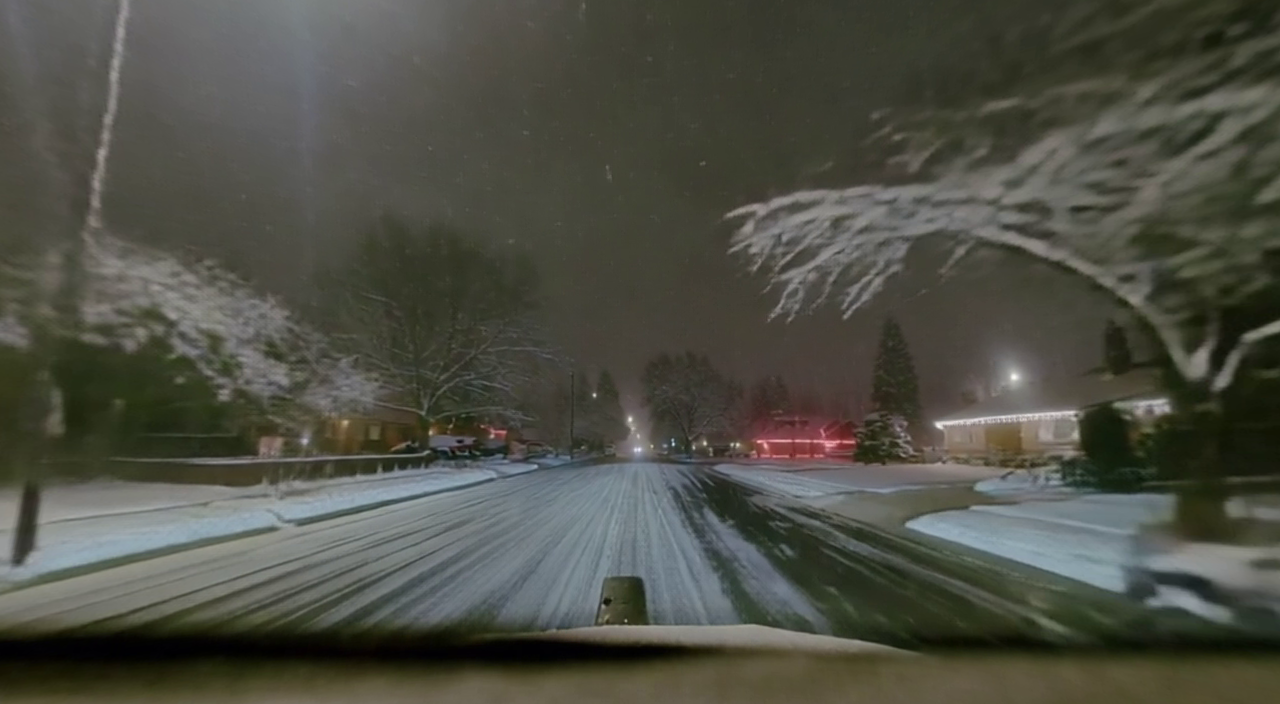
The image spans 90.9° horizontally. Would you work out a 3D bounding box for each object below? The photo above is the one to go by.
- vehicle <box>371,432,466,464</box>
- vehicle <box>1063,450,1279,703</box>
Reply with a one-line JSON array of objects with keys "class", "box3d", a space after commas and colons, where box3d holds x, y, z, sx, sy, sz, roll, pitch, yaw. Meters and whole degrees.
[{"class": "vehicle", "box3d": [-13.242, 5.778, 37.912, 4.796, 1.864, 2.328, 0, -9, 2]}, {"class": "vehicle", "box3d": [3.419, 0.927, 1.055, 2.083, 1.485, 4.691, 0, -9, -1]}]
